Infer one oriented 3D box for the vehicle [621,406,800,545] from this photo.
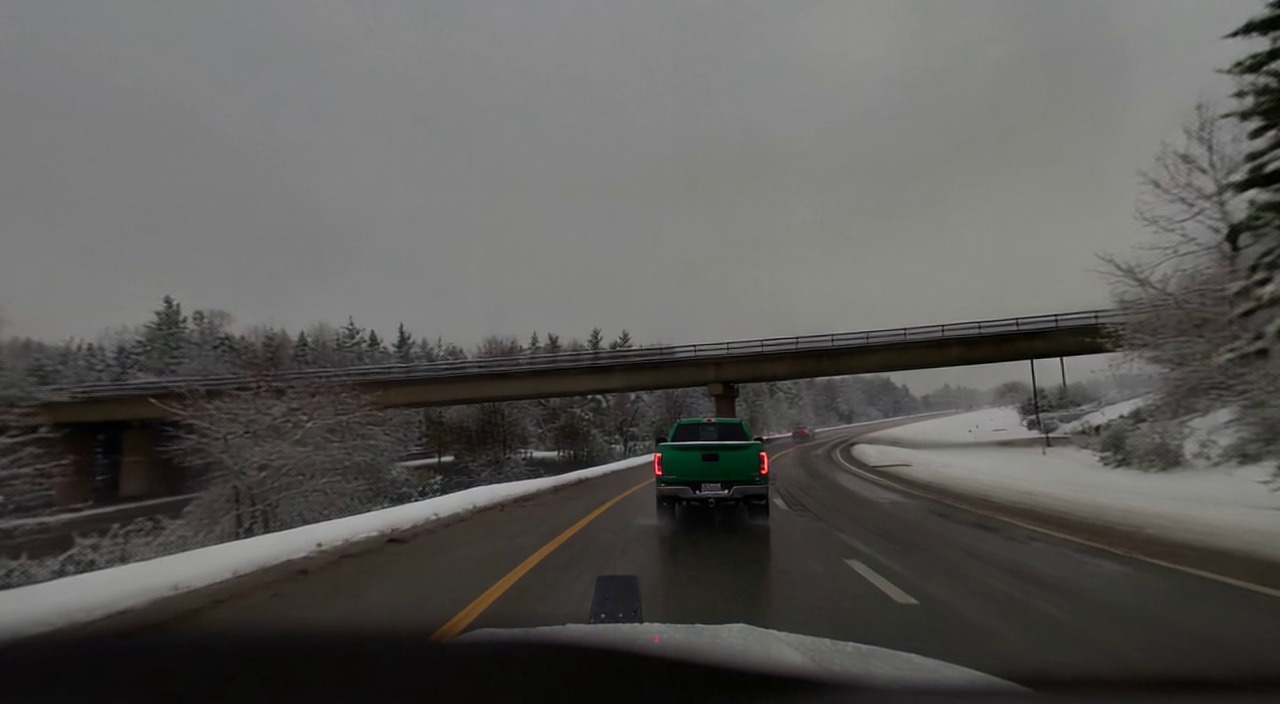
[{"bbox_3d":[1.092,1.887,10.242,2.235,1.716,4.435,-1,-8,6],"label":"vehicle"}]
